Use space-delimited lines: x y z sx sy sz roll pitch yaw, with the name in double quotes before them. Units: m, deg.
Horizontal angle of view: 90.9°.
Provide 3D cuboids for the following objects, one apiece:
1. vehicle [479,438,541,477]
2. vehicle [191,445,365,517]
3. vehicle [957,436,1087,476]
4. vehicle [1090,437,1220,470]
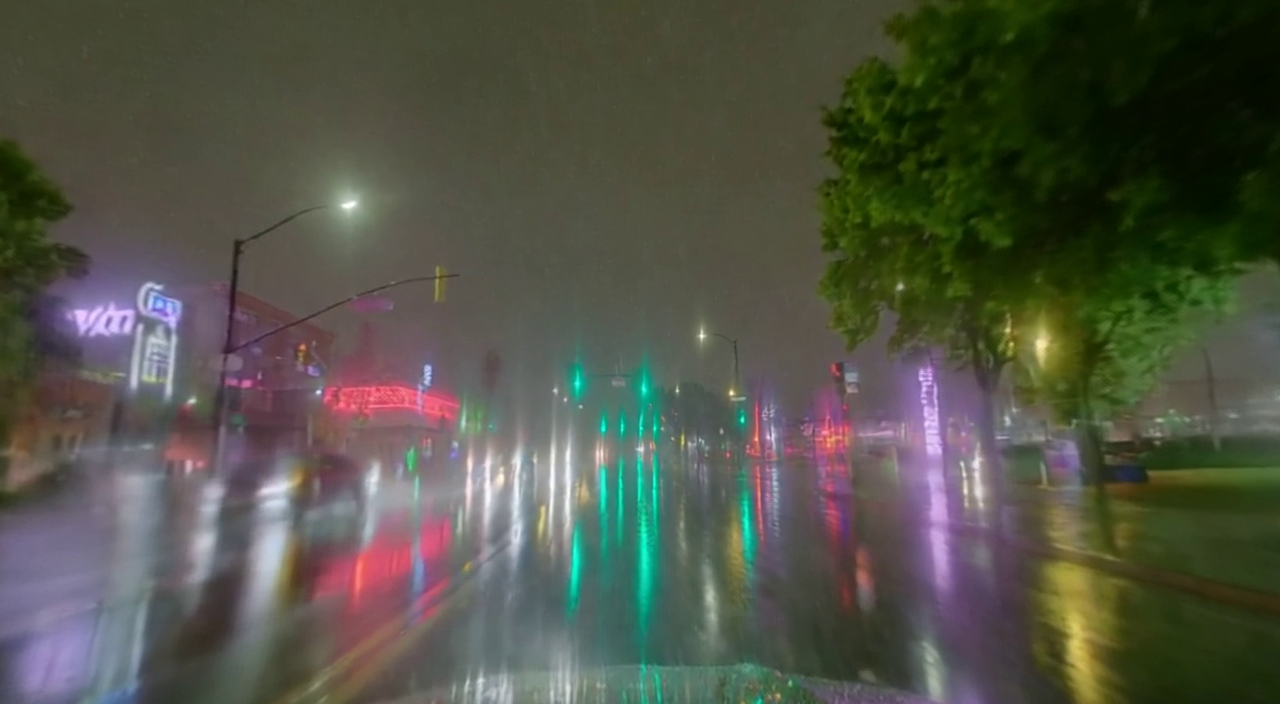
"vehicle" -6.266 5.125 30.807 2.041 1.756 4.392 0 -9 1
"vehicle" -8.807 3.130 15.811 1.978 1.561 3.907 0 -9 1
"vehicle" 16.583 4.527 27.528 4.299 1.679 2.011 0 -9 0
"vehicle" 24.754 4.877 30.422 4.503 1.472 2.032 0 -9 -2
